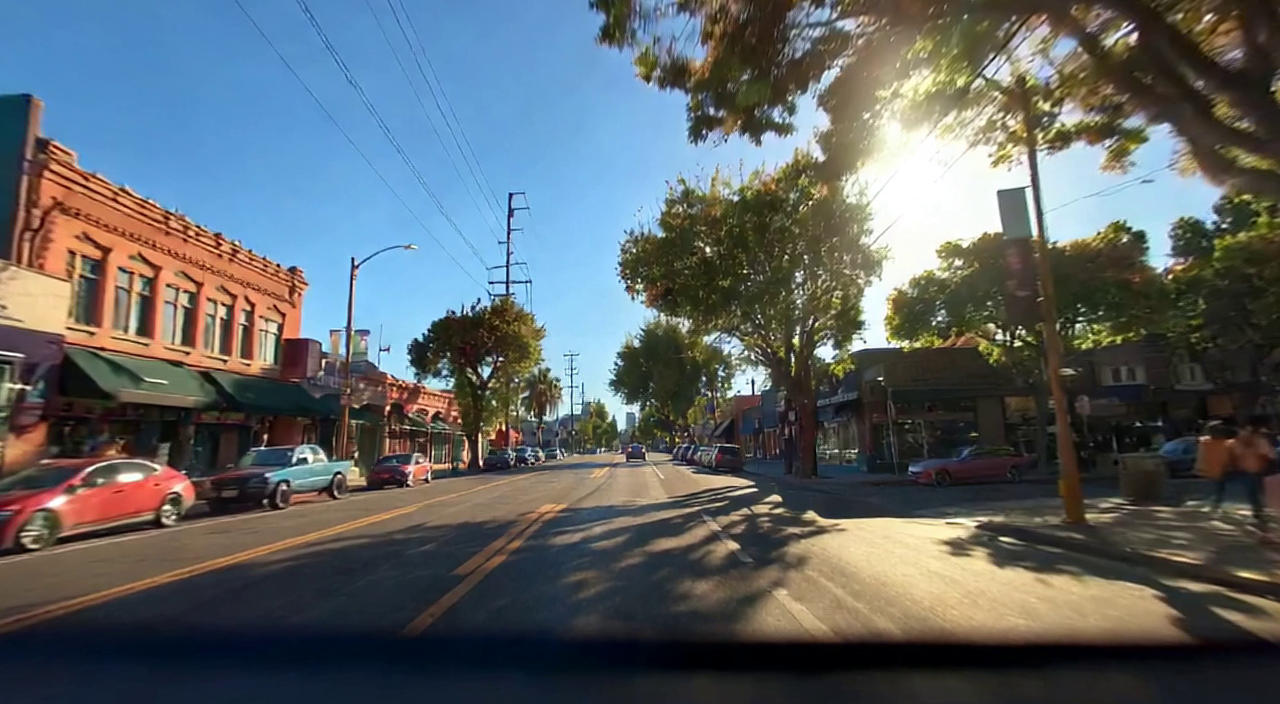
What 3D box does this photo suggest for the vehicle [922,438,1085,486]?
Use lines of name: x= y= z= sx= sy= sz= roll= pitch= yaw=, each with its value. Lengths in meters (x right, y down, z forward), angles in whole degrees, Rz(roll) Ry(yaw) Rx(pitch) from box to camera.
vehicle: x=13.035 y=3.964 z=22.888 sx=4.563 sy=1.633 sz=2.144 roll=0 pitch=-8 yaw=-1

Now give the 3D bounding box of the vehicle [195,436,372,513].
vehicle: x=-9.703 y=3.339 z=17.842 sx=2.037 sy=1.826 sz=4.987 roll=0 pitch=-8 yaw=1

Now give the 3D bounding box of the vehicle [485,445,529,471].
vehicle: x=-10.066 y=8.032 z=48.344 sx=2.081 sy=1.819 sz=5.607 roll=0 pitch=-8 yaw=1

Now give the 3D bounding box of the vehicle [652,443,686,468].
vehicle: x=1.915 y=7.008 z=43.064 sx=1.998 sy=1.580 sz=4.015 roll=0 pitch=-8 yaw=-2

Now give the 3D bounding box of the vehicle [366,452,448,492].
vehicle: x=-9.863 y=5.079 z=27.233 sx=1.802 sy=1.397 sz=5.226 roll=0 pitch=-8 yaw=-3

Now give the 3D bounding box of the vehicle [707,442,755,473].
vehicle: x=5.474 y=6.398 z=38.654 sx=2.042 sy=1.787 sz=5.110 roll=0 pitch=-8 yaw=-1

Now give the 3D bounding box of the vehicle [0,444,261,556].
vehicle: x=-9.683 y=2.568 z=11.914 sx=2.025 sy=1.555 sz=5.138 roll=0 pitch=-8 yaw=-2
